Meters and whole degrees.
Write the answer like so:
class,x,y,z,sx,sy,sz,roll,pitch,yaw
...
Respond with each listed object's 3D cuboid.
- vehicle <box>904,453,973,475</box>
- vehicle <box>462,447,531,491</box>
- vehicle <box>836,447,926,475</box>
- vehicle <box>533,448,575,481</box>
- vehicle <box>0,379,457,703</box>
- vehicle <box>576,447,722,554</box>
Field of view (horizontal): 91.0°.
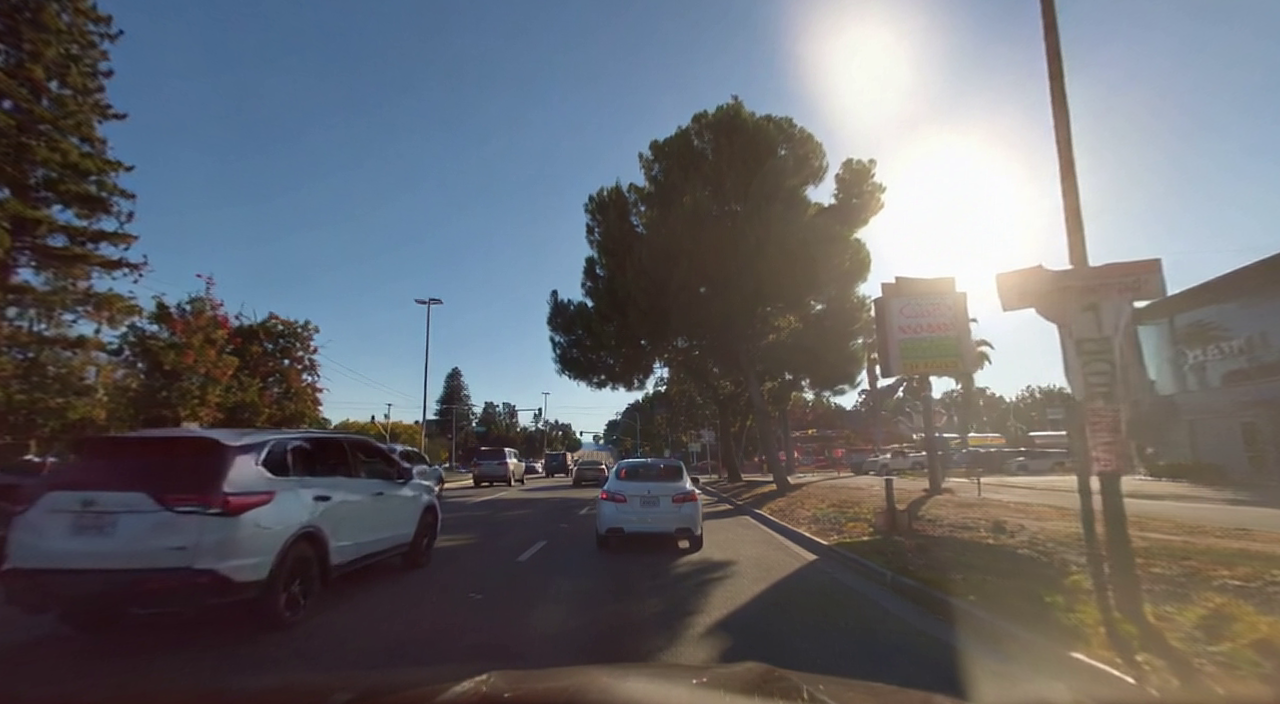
class,x,y,z,sx,sy,sz,roll,pitch,yaw
vehicle,22.580,8.465,47.647,4.220,1.550,1.935,-10,-13,43
vehicle,-6.697,5.470,29.959,2.130,1.900,4.470,0,-9,1
vehicle,18.349,8.286,48.145,5.852,1.962,2.323,-8,-12,42
vehicle,-6.324,8.364,47.096,2.348,2.250,5.004,0,-9,1
vehicle,-3.483,1.359,5.784,2.055,1.725,4.732,0,-9,1
vehicle,0.170,2.434,11.069,2.091,1.494,3.962,0,-9,1
